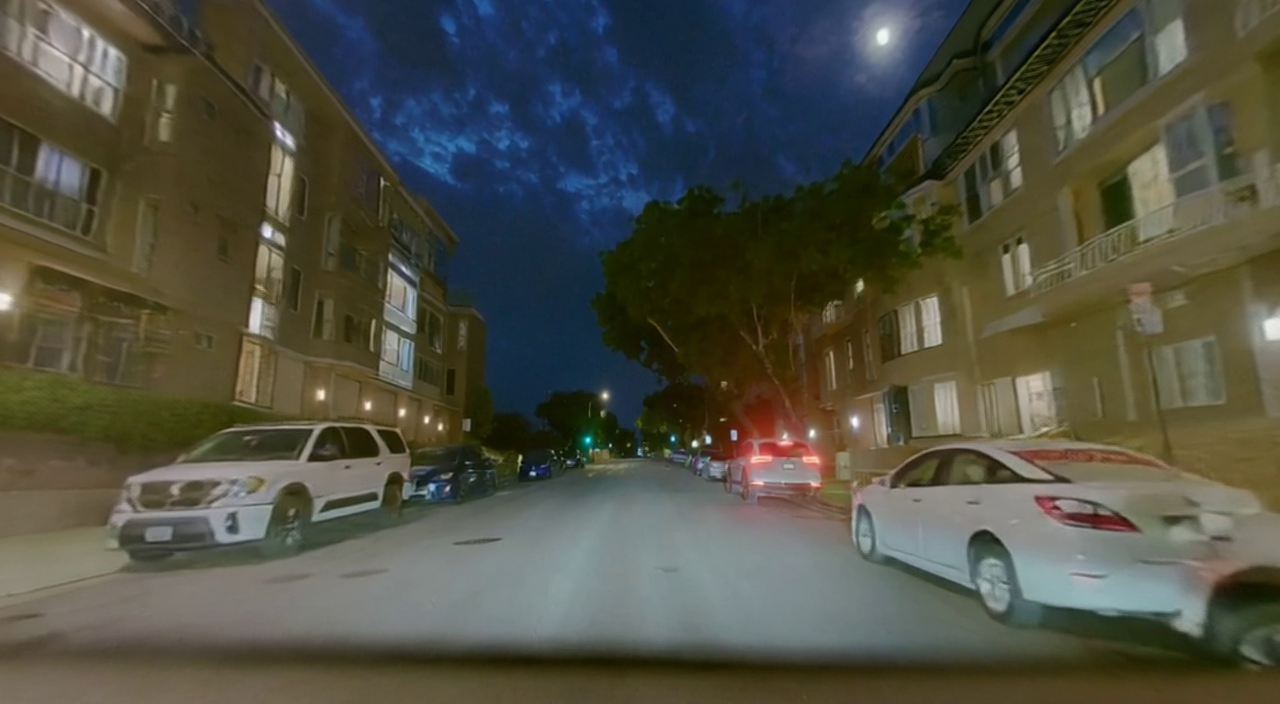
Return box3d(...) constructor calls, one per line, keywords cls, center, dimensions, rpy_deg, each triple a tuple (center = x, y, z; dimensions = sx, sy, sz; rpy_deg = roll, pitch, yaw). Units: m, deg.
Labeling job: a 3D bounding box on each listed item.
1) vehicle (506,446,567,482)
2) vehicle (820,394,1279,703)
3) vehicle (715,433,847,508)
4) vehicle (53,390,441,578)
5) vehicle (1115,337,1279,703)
box3d(cls="vehicle", center=(-5.422, 5.929, 33.812), dimensions=(2.222, 1.735, 5.215), rpy_deg=(-1, -8, 2))
box3d(cls="vehicle", center=(3.691, 1.435, 5.965), dimensions=(2.445, 1.662, 5.309), rpy_deg=(0, -8, 0))
box3d(cls="vehicle", center=(3.966, 3.482, 19.246), dimensions=(2.473, 1.895, 6.050), rpy_deg=(0, -8, -2))
box3d(cls="vehicle", center=(-5.558, 1.997, 10.388), dimensions=(2.596, 2.152, 5.689), rpy_deg=(-2, -9, 2))
box3d(cls="vehicle", center=(3.603, 0.580, 0.708), dimensions=(2.216, 1.790, 5.077), rpy_deg=(0, -8, 1))
